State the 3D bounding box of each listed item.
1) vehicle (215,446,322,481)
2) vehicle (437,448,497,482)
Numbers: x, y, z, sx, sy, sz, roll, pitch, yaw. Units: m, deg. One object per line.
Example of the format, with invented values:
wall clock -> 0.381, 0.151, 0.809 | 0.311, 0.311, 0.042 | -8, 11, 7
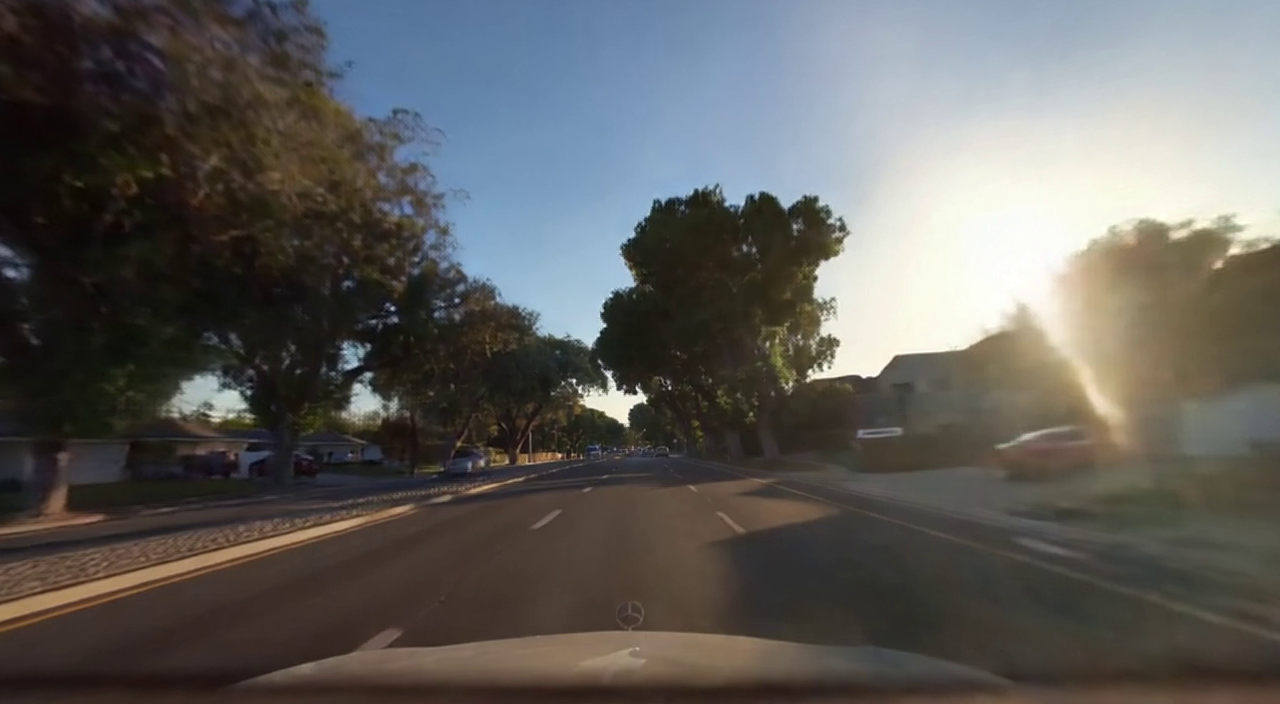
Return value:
vehicle -> -24.185, 7.231, 41.165 | 5.636, 1.965, 2.262 | -2, -7, 1
vehicle -> -9.462, 6.206, 34.886 | 2.009, 1.709, 4.664 | -1, -9, 0
